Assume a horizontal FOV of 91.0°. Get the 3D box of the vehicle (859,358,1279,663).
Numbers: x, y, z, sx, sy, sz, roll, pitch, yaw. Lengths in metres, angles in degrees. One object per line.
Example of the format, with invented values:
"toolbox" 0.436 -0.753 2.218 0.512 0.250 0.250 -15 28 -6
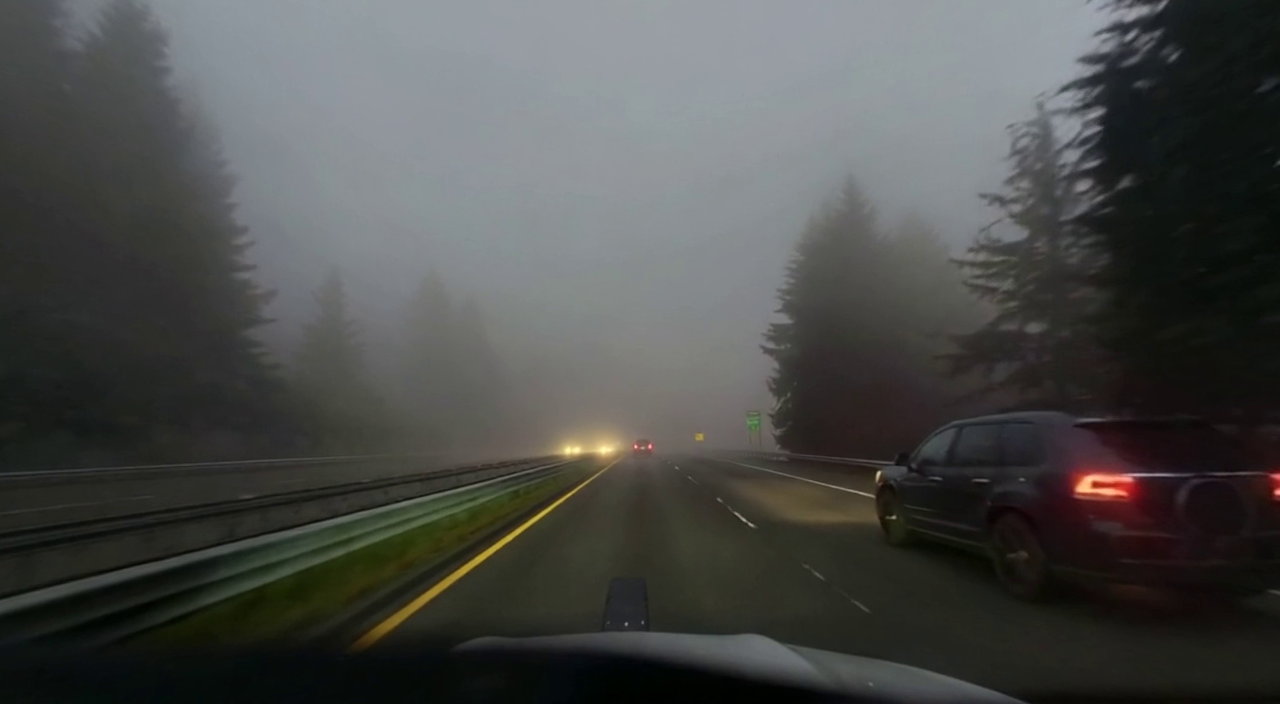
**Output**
"vehicle" 4.209 1.274 6.181 2.360 1.798 4.781 0 -8 0
